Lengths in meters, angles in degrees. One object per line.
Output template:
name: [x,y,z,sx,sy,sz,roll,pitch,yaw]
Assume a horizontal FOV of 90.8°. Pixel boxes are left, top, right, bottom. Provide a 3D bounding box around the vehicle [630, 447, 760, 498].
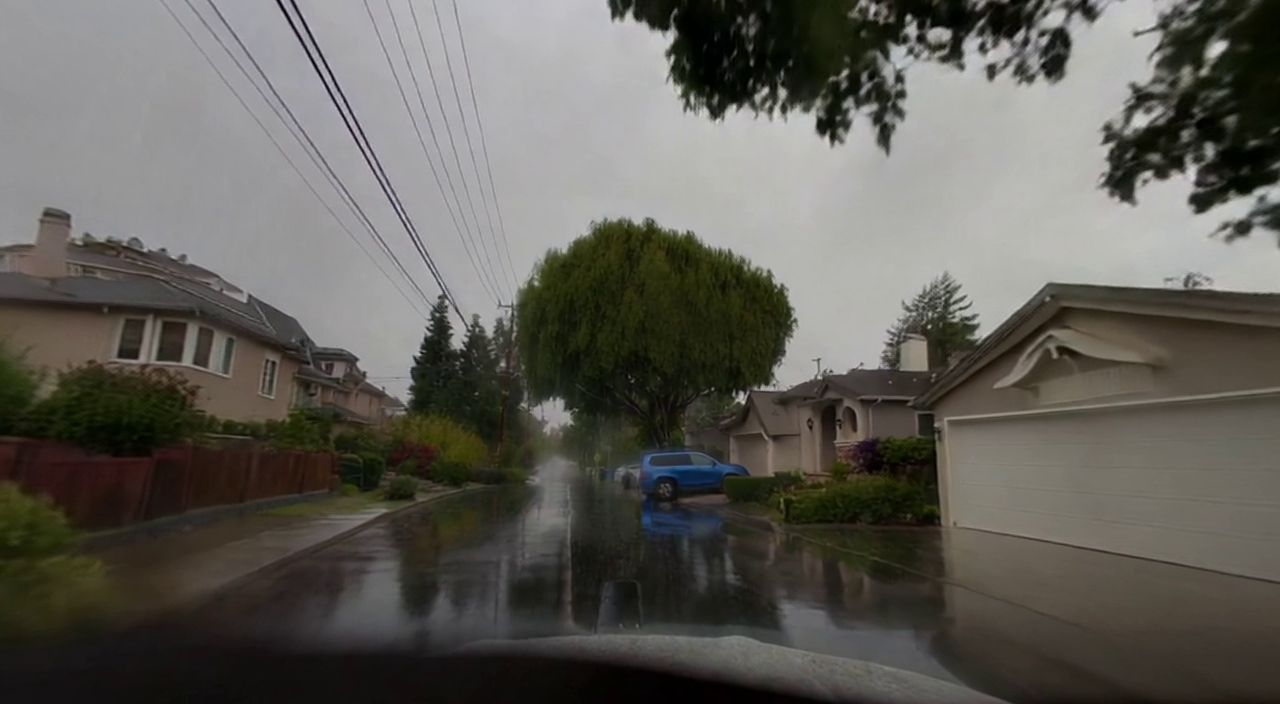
vehicle: [1.951,4.375,23.252,4.413,1.728,1.869,1,-8,-10]
